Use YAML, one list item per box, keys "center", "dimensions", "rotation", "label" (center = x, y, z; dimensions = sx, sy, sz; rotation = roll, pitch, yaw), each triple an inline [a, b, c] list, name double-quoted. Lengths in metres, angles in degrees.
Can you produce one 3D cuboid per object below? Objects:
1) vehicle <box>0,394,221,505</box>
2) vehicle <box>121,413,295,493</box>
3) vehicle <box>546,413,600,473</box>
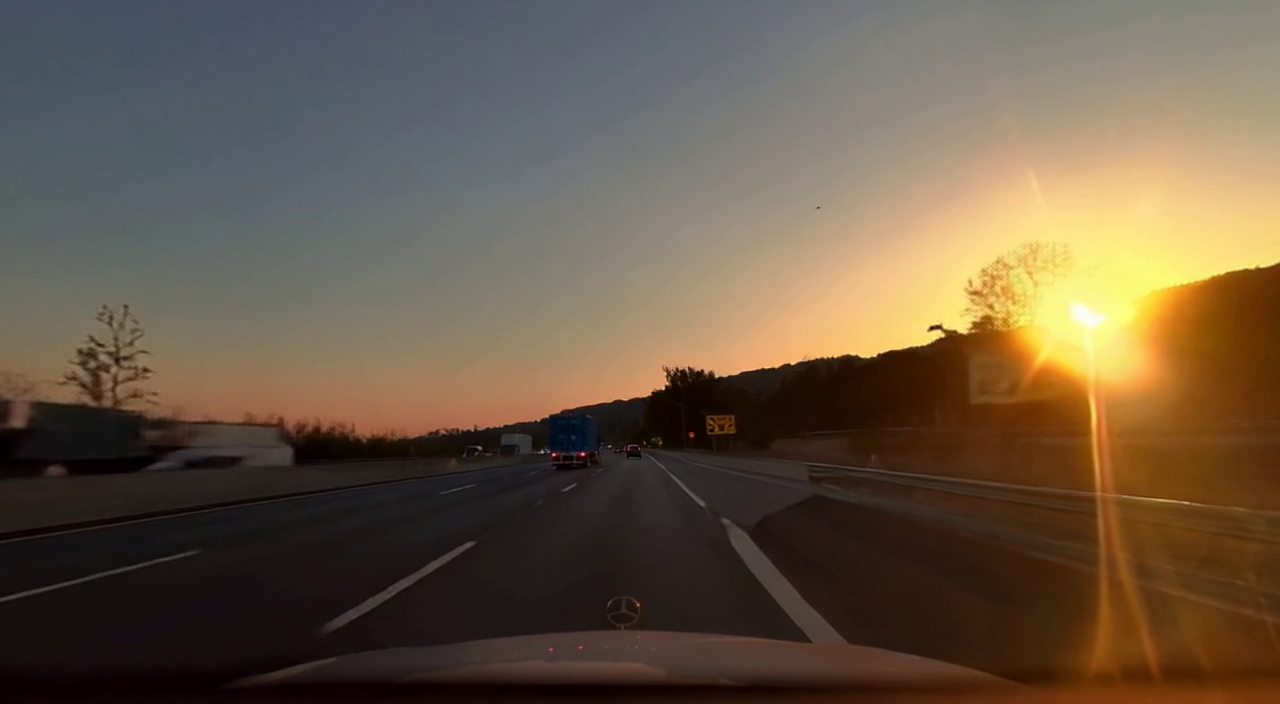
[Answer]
- center: [-24.492, 4.191, 27.059]
  dimensions: [2.843, 3.924, 14.815]
  rotation: [0, -9, 0]
  label: "vehicle"
- center: [-20.043, 4.785, 30.075]
  dimensions: [2.739, 3.287, 7.745]
  rotation: [0, -9, 0]
  label: "vehicle"
- center: [-4.154, 5.875, 40.585]
  dimensions: [2.707, 3.461, 7.191]
  rotation: [0, -9, 0]
  label: "vehicle"
